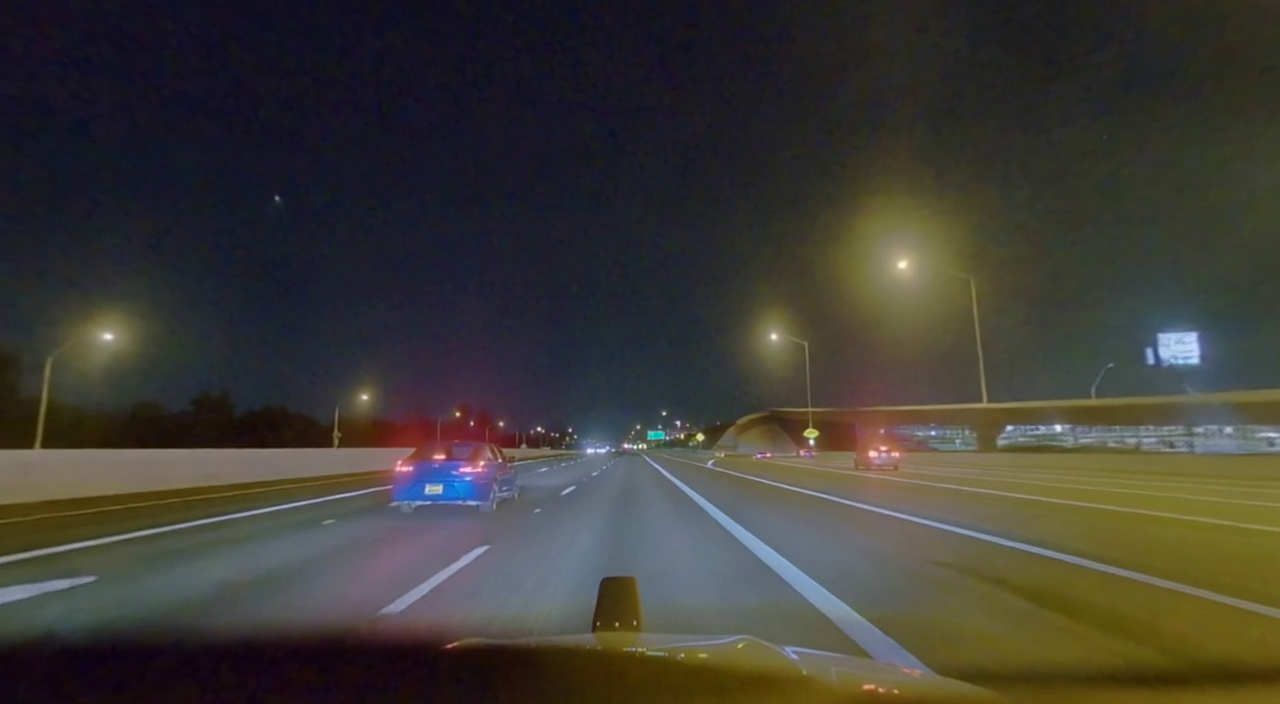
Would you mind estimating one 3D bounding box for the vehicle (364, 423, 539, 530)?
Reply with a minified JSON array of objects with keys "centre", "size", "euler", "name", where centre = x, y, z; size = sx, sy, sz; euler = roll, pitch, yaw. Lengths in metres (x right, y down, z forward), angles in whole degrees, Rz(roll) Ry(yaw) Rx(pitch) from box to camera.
[{"centre":[-3.400,2.339,12.451],"size":[2.178,1.699,4.321],"euler":[0,-8,-1],"name":"vehicle"}]
